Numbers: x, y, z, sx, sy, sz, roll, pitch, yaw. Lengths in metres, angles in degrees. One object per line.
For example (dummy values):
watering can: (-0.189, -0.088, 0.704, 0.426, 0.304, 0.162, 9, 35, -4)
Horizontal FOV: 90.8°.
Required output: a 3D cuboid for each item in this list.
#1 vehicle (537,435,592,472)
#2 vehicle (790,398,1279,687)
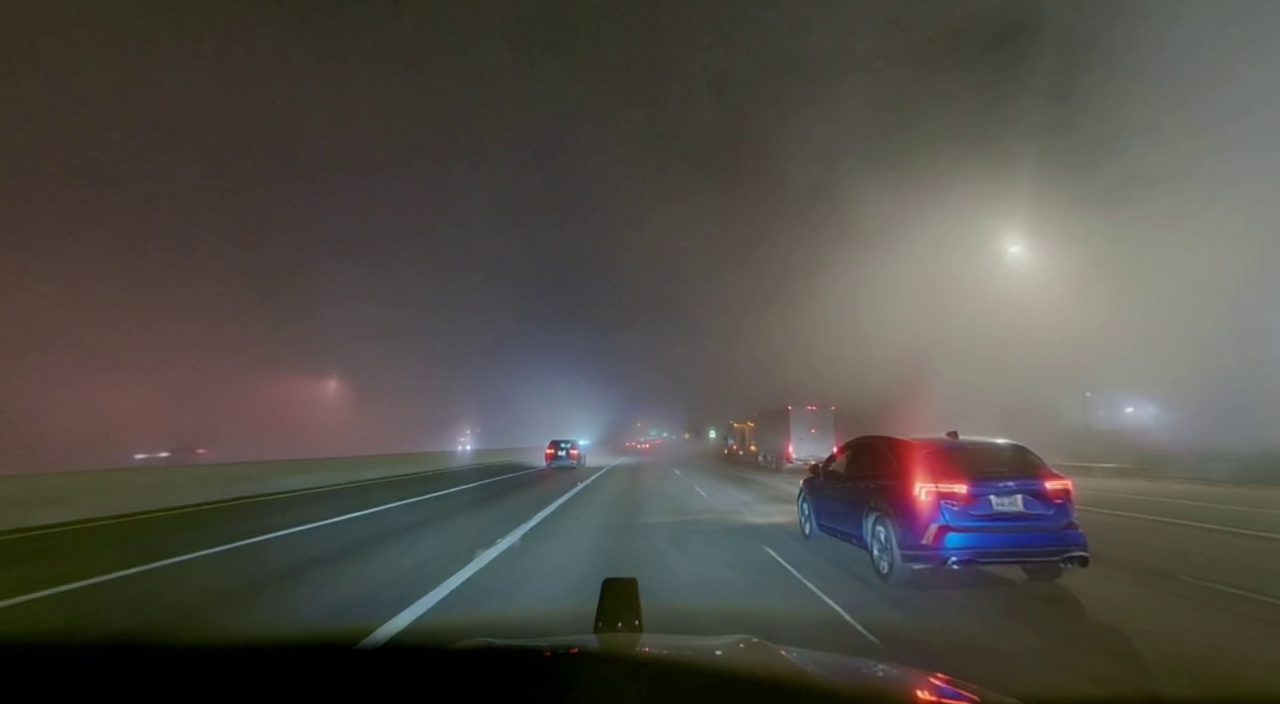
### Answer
vehicle: (-3.759, 5.148, 32.271, 2.193, 1.746, 4.512, 0, -8, 1)
vehicle: (3.107, 1.397, 5.967, 2.107, 1.550, 4.949, 0, -8, -1)
